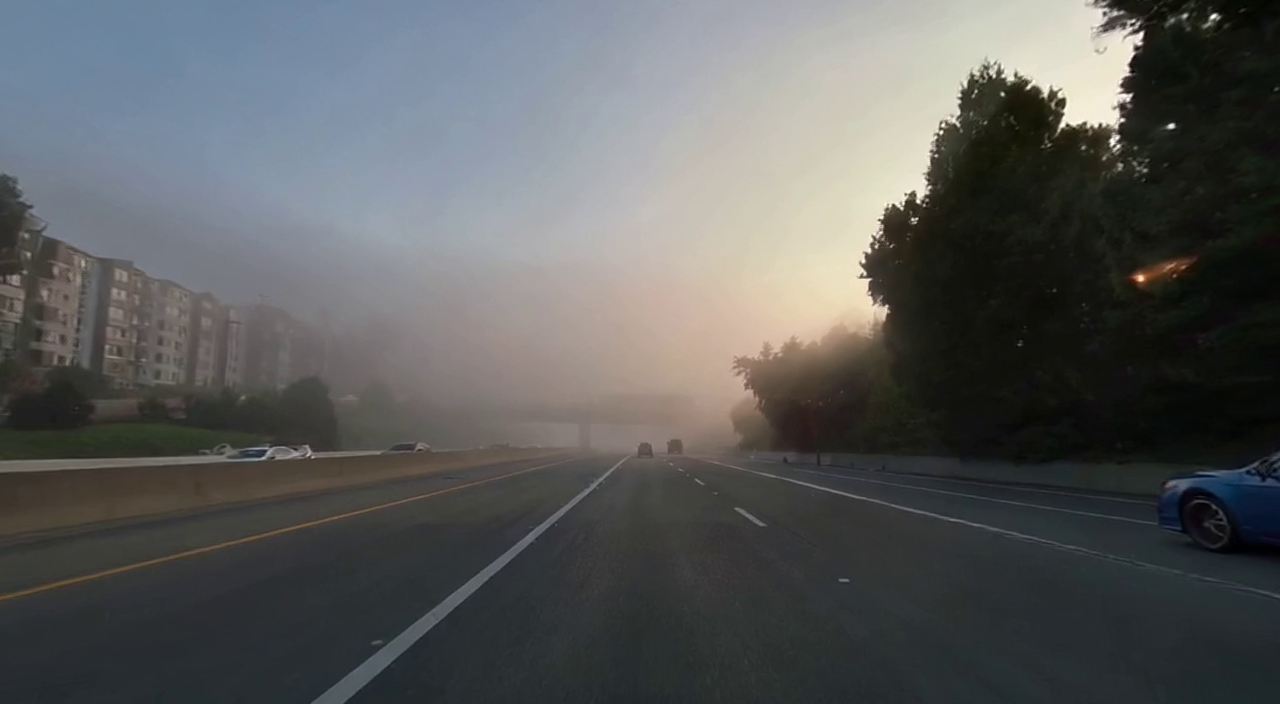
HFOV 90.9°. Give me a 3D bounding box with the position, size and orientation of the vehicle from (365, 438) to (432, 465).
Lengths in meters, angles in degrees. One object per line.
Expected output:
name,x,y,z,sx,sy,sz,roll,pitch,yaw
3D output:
vehicle,-14.656,6.069,38.549,1.990,1.513,5.047,0,-8,1

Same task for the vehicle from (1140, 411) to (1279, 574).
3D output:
vehicle,7.570,1.345,5.817,2.031,1.651,4.791,0,-8,1

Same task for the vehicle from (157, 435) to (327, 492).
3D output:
vehicle,-11.508,3.237,18.724,1.907,1.475,4.661,0,-8,1
